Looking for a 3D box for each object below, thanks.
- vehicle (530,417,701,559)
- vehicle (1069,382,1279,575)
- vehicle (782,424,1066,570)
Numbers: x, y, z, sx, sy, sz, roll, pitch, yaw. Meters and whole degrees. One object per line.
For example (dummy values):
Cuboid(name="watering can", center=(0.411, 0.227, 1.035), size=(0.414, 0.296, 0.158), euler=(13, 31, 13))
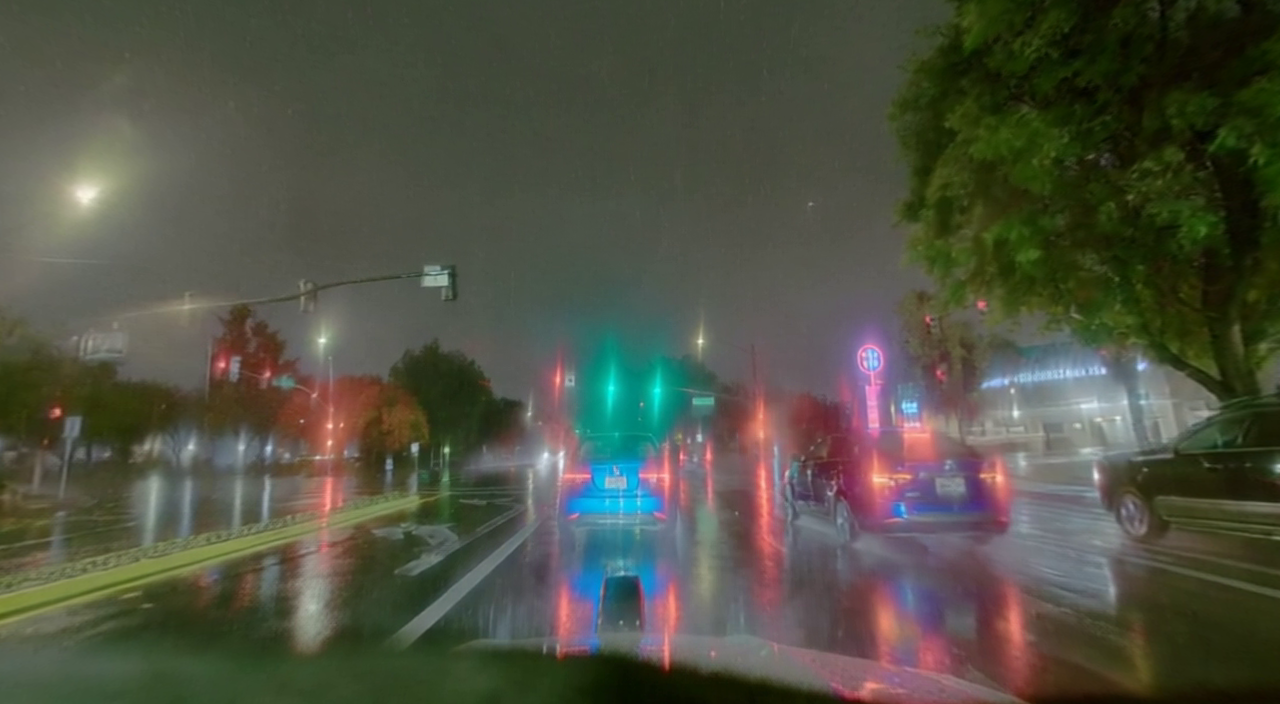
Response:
Cuboid(name="vehicle", center=(-0.306, 1.895, 9.452), size=(2.037, 1.674, 3.693), euler=(0, -8, 0))
Cuboid(name="vehicle", center=(7.541, 1.284, 6.445), size=(2.240, 1.923, 5.678), euler=(0, -8, -1))
Cuboid(name="vehicle", center=(3.599, 1.903, 9.192), size=(1.955, 1.550, 4.587), euler=(0, -8, -1))
